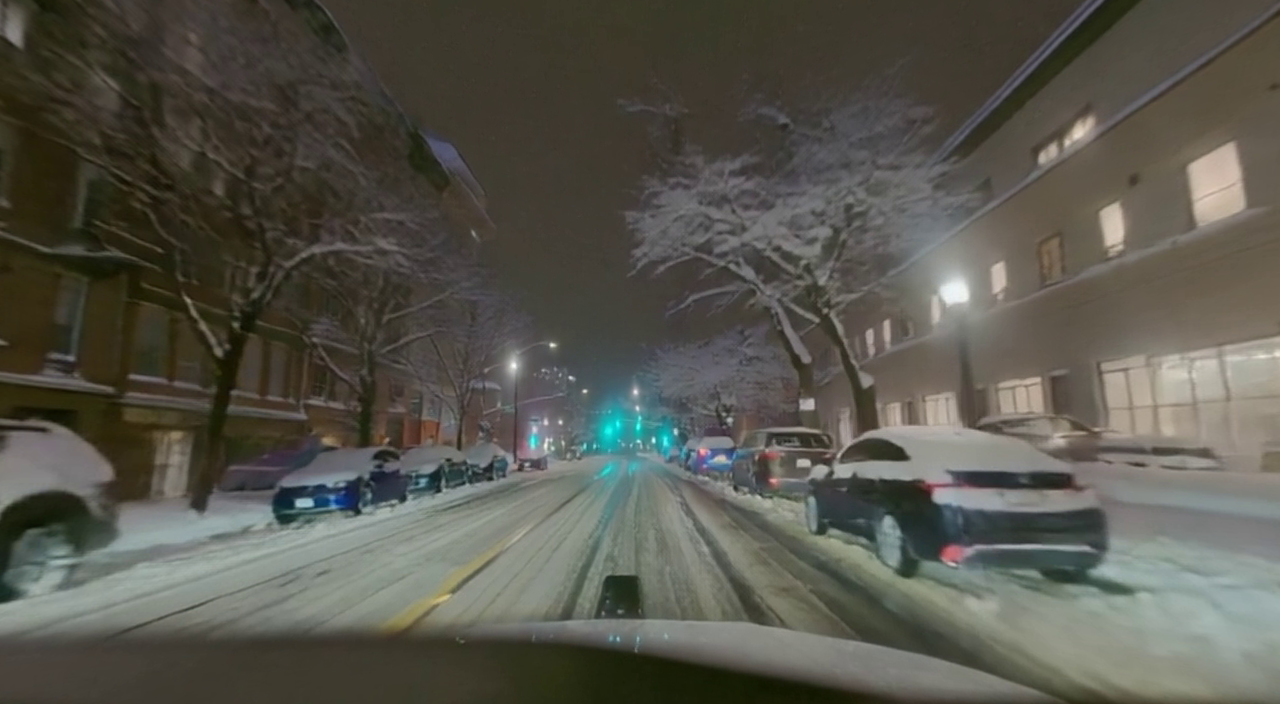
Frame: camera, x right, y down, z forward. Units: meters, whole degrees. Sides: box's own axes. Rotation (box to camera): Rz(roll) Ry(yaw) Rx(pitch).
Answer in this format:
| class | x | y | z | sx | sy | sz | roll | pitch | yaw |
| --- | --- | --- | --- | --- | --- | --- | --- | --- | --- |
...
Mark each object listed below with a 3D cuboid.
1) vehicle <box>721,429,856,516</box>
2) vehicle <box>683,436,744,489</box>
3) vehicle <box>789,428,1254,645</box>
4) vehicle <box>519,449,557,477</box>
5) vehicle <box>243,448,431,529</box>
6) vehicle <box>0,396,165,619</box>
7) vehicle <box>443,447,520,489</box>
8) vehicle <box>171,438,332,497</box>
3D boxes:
| class | x | y | z | sx | sy | sz | roll | pitch | yaw |
| --- | --- | --- | --- | --- | --- | --- | --- | --- | --- |
| vehicle | 3.327 | 2.800 | 15.360 | 1.886 | 1.740 | 5.167 | 0 | -8 | -2 |
| vehicle | 2.762 | 4.257 | 24.734 | 1.954 | 1.845 | 4.682 | 0 | -8 | 1 |
| vehicle | 3.202 | 1.612 | 6.825 | 1.908 | 1.461 | 4.873 | 0 | -8 | -1 |
| vehicle | -6.912 | 7.511 | 43.120 | 1.893 | 1.758 | 4.019 | 0 | -8 | 0 |
| vehicle | -6.592 | 2.970 | 14.493 | 1.913 | 1.479 | 4.714 | 0 | -8 | 1 |
| vehicle | -6.681 | 1.319 | 5.149 | 2.008 | 1.969 | 4.740 | 0 | -8 | -2 |
| vehicle | -6.569 | 4.954 | 26.767 | 2.033 | 1.523 | 4.867 | -3 | -12 | 0 |
| vehicle | -13.629 | 4.036 | 22.378 | 4.520 | 1.675 | 1.843 | -4 | -7 | -2 |
